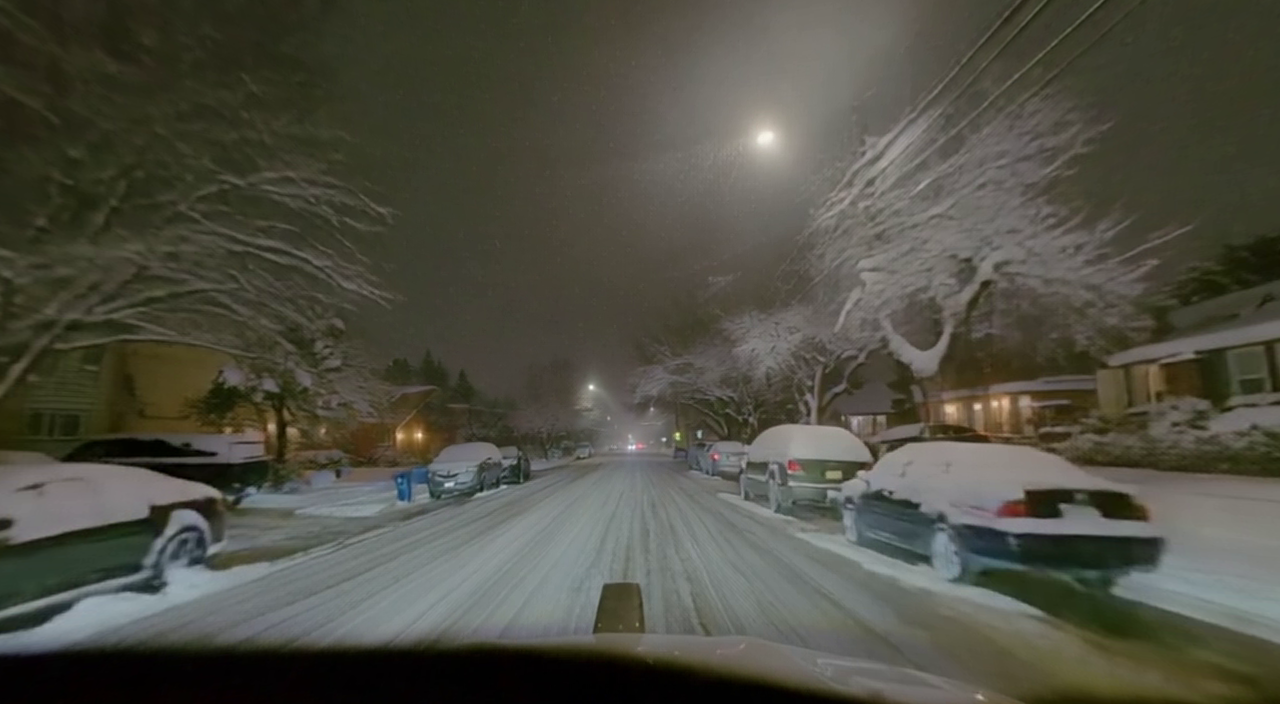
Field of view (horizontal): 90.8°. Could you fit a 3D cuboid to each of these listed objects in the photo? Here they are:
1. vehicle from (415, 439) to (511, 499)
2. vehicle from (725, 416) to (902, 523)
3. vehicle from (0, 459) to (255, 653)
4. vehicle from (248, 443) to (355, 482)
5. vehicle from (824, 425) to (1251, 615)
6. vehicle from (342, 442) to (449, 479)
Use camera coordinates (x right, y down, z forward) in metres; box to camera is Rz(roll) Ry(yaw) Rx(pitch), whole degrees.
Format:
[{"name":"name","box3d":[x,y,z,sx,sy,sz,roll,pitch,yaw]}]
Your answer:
[{"name":"vehicle","box3d":[-6.127,4.093,22.405,2.118,1.753,4.377,-4,-9,-1]},{"name":"vehicle","box3d":[3.364,2.430,13.692,2.122,1.809,5.421,0,-8,-2]},{"name":"vehicle","box3d":[-6.044,1.725,5.589,2.199,1.439,4.757,-1,-9,2]},{"name":"vehicle","box3d":[-19.049,6.246,35.797,4.832,2.033,2.045,0,-8,-6]},{"name":"vehicle","box3d":[3.772,1.645,7.258,1.848,1.436,4.582,-1,-8,-1]},{"name":"vehicle","box3d":[-12.900,5.760,33.583,4.729,1.831,2.174,-1,-8,0]}]
